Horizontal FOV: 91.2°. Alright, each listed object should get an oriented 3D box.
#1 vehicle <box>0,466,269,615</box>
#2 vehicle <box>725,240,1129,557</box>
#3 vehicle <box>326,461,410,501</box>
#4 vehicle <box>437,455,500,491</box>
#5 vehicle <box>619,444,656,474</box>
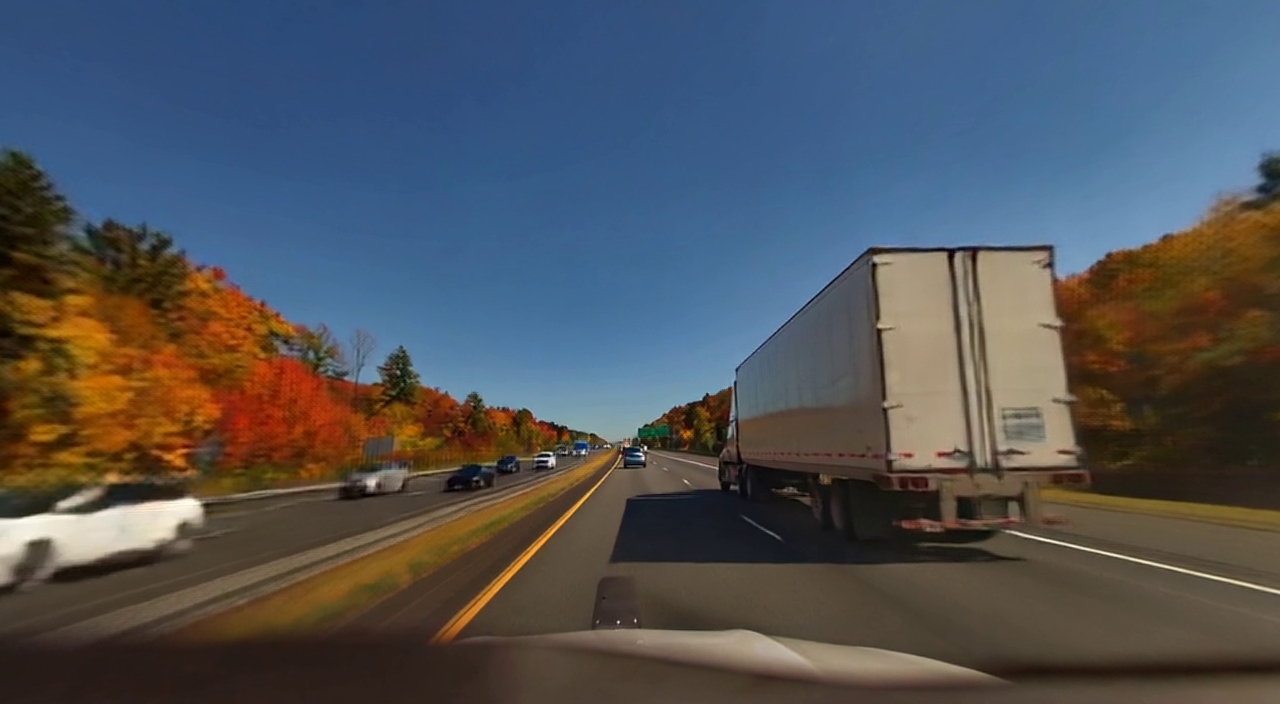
[{"bbox_3d":[-8.243,2.620,9.672,2.068,1.560,4.870,-1,-9,-1],"label":"vehicle"},{"bbox_3d":[4.579,1.609,15.083,2.910,4.090,14.063,-1,-9,-1],"label":"vehicle"},{"bbox_3d":[-12.683,6.016,29.576,1.935,1.665,4.426,-1,-9,0],"label":"vehicle"},{"bbox_3d":[-8.707,6.154,32.207,2.041,1.631,4.366,-1,-9,0],"label":"vehicle"},{"bbox_3d":[-0.184,6.633,39.122,2.168,1.705,4.272,-1,-9,-1],"label":"vehicle"}]
